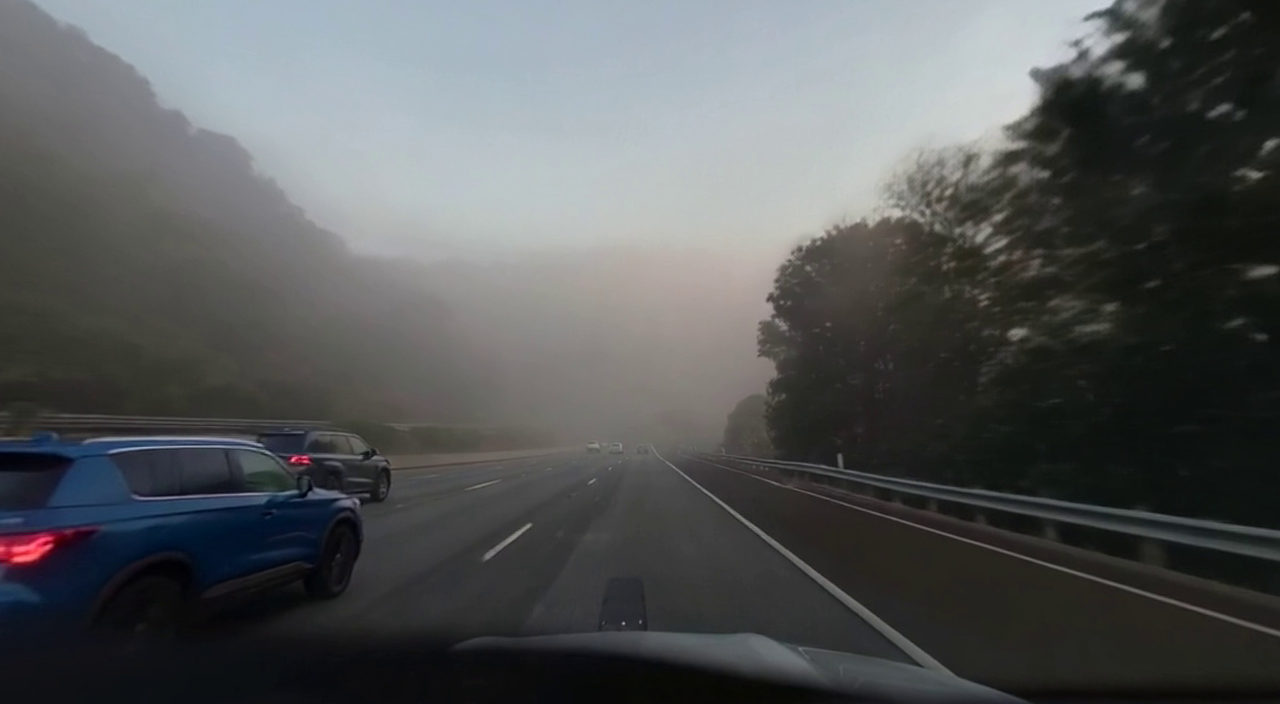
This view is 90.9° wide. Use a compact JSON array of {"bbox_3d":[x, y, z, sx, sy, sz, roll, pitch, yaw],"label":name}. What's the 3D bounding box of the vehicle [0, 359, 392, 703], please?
[{"bbox_3d":[-3.552,1.129,4.235,1.983,1.663,4.290,0,-9,0],"label":"vehicle"}]
